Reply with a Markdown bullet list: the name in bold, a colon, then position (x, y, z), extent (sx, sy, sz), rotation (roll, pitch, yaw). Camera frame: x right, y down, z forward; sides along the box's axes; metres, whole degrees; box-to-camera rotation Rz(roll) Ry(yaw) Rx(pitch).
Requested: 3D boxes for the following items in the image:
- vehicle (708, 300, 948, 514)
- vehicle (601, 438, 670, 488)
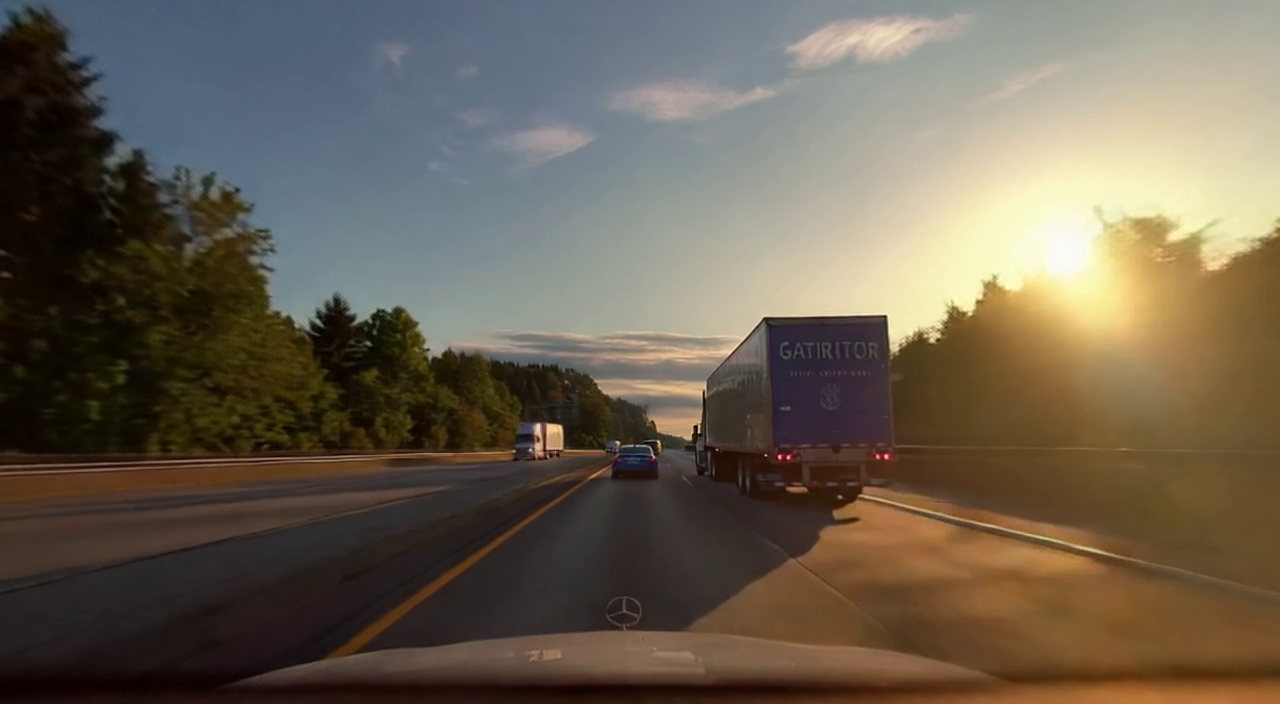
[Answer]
- **vehicle**: position (4.277, 2.105, 19.115), extent (2.909, 4.074, 14.457), rotation (0, -9, 0)
- **vehicle**: position (-0.131, 3.660, 20.956), extent (2.074, 1.475, 3.960), rotation (0, -9, 0)
